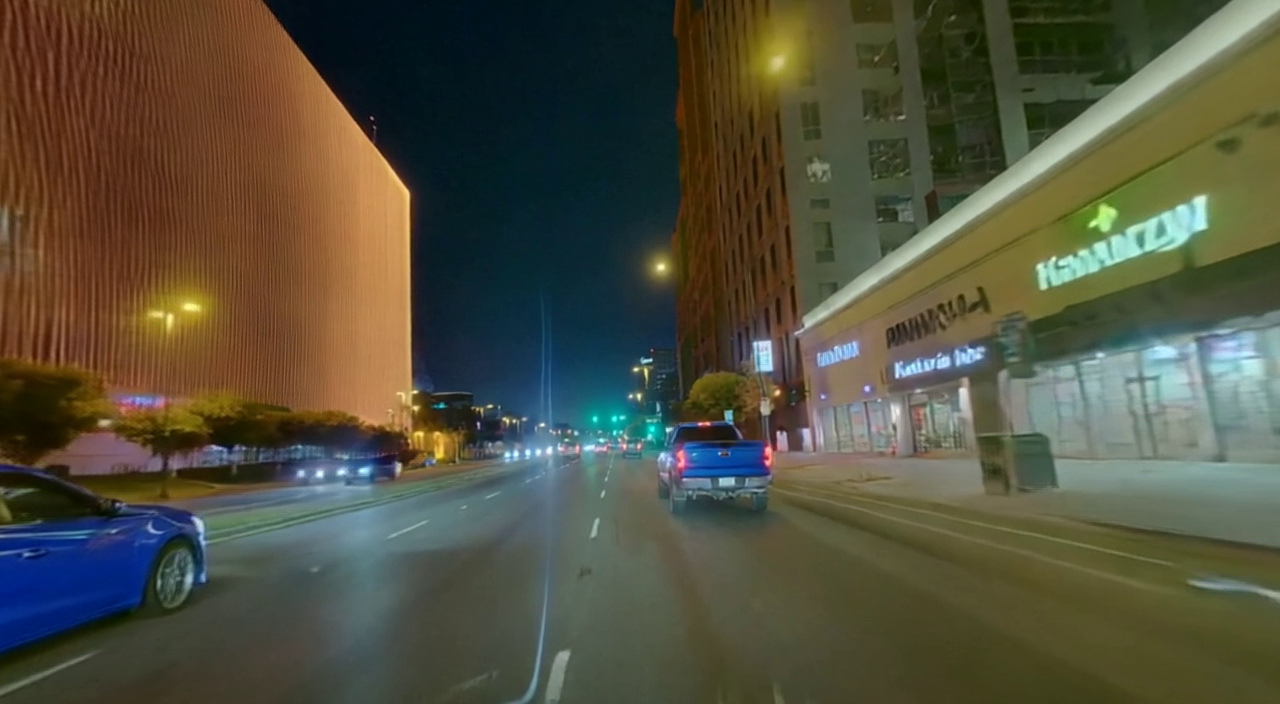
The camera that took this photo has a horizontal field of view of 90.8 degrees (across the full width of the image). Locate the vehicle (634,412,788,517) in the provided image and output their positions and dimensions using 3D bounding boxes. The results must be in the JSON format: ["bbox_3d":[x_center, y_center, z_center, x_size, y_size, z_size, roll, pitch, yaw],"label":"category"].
[{"bbox_3d":[1.306,2.519,14.775,2.590,1.932,5.776,0,-8,-3],"label":"vehicle"}]

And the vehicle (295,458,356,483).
[{"bbox_3d":[-21.269,8.022,42.935,2.003,1.498,4.440,0,-8,-2],"label":"vehicle"}]

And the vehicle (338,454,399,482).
[{"bbox_3d":[-16.707,7.118,39.121,1.955,1.562,4.340,0,-8,-1],"label":"vehicle"}]

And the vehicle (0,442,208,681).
[{"bbox_3d":[-4.778,1.202,3.362,1.888,1.424,4.553,0,-8,-2],"label":"vehicle"}]
